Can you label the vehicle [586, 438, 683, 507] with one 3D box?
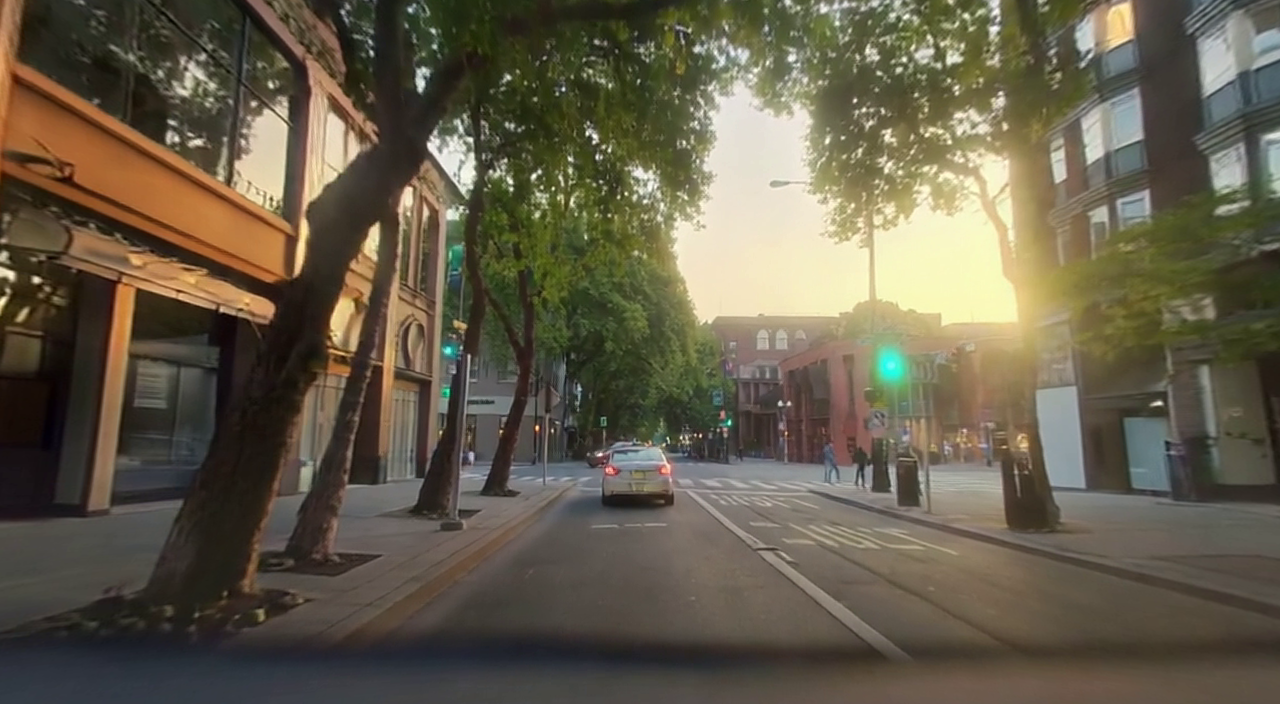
[{"bbox_3d":[-0.130,2.965,16.049,2.106,1.482,4.459,0,-8,0],"label":"vehicle"}]
